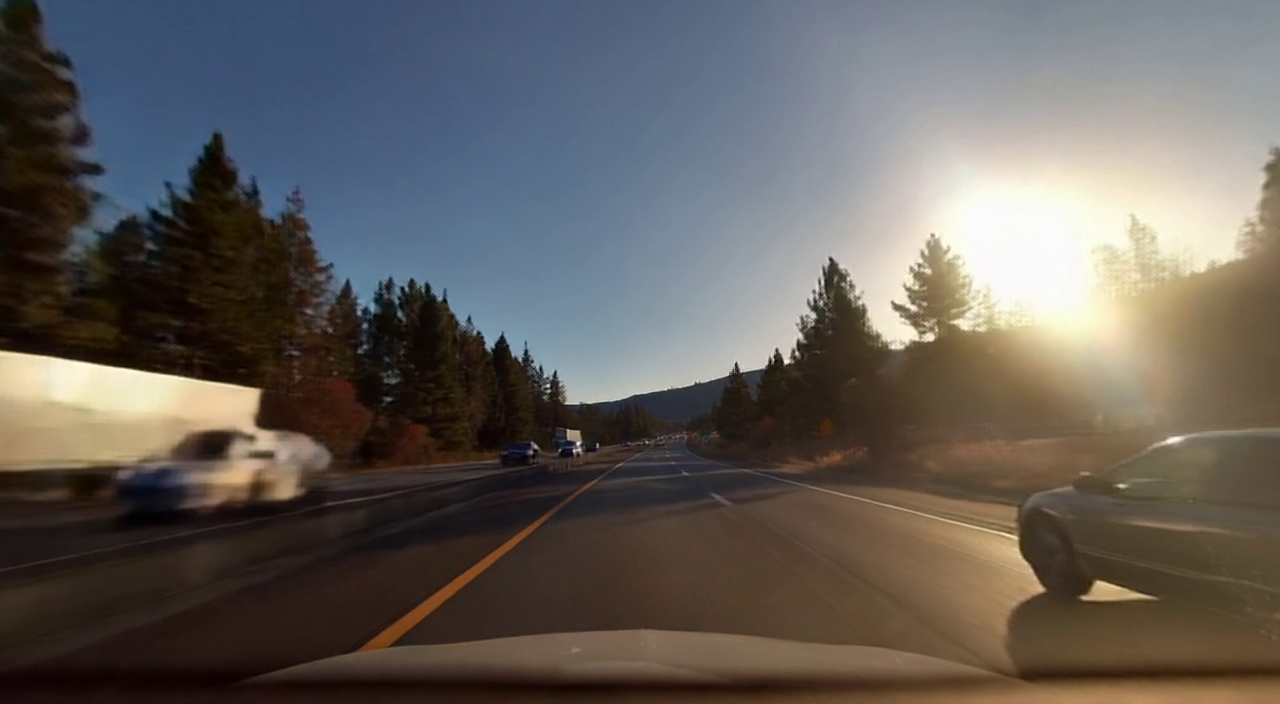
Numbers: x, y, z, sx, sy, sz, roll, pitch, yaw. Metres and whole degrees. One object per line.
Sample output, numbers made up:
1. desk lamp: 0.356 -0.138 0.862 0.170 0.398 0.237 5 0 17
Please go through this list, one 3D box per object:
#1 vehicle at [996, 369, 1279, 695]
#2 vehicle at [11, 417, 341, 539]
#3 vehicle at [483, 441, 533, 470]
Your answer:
1. vehicle: 4.431 0.971 3.484 2.098 1.703 4.862 0 -8 0
2. vehicle: -8.702 2.409 12.884 2.289 1.906 5.766 0 -8 1
3. vehicle: -8.474 6.652 40.846 2.081 1.720 4.709 0 -8 2
